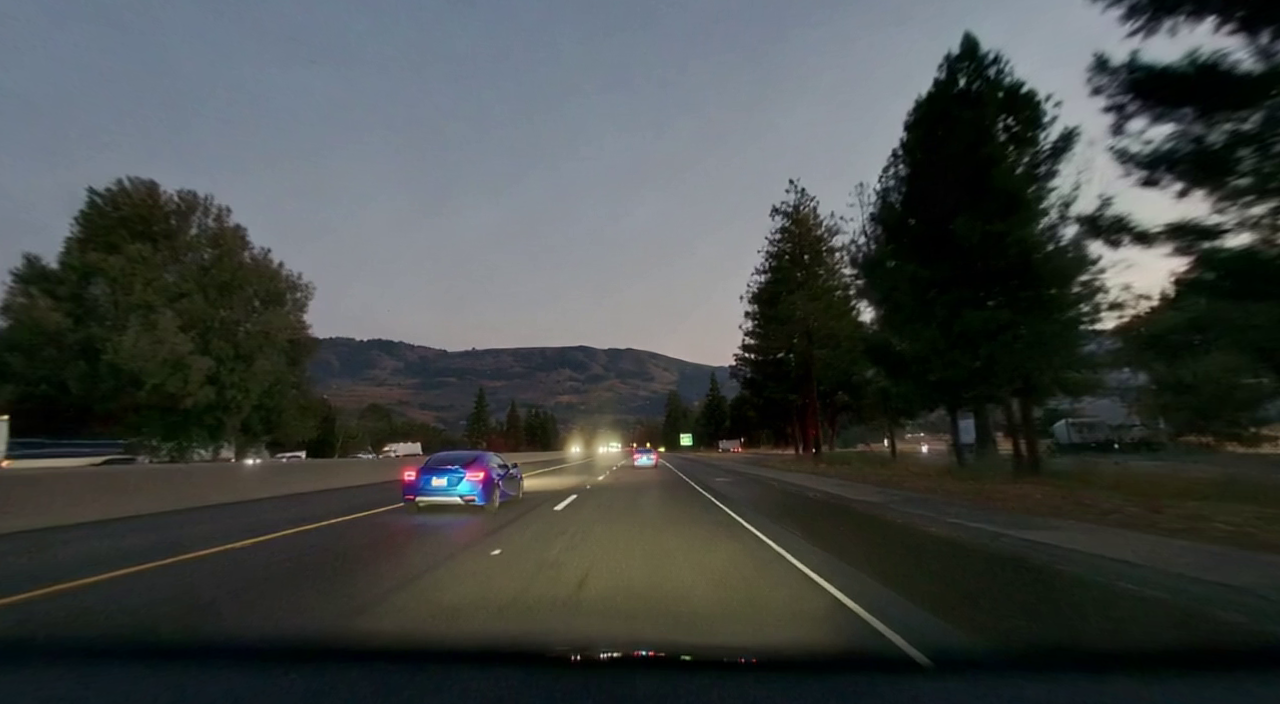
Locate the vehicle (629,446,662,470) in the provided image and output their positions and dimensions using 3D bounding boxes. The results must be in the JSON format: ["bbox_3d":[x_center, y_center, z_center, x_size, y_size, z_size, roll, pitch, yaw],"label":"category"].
[{"bbox_3d":[0.320,6.838,40.942,2.079,1.450,3.942,0,-9,0],"label":"vehicle"}]

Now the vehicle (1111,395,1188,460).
[{"bbox_3d":[38.320,5.782,47.223,11.007,4.362,2.851,8,-12,-44],"label":"vehicle"}]

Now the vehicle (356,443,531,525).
[{"bbox_3d":[-3.905,2.698,13.574,2.170,1.451,4.584,0,-9,2],"label":"vehicle"}]
